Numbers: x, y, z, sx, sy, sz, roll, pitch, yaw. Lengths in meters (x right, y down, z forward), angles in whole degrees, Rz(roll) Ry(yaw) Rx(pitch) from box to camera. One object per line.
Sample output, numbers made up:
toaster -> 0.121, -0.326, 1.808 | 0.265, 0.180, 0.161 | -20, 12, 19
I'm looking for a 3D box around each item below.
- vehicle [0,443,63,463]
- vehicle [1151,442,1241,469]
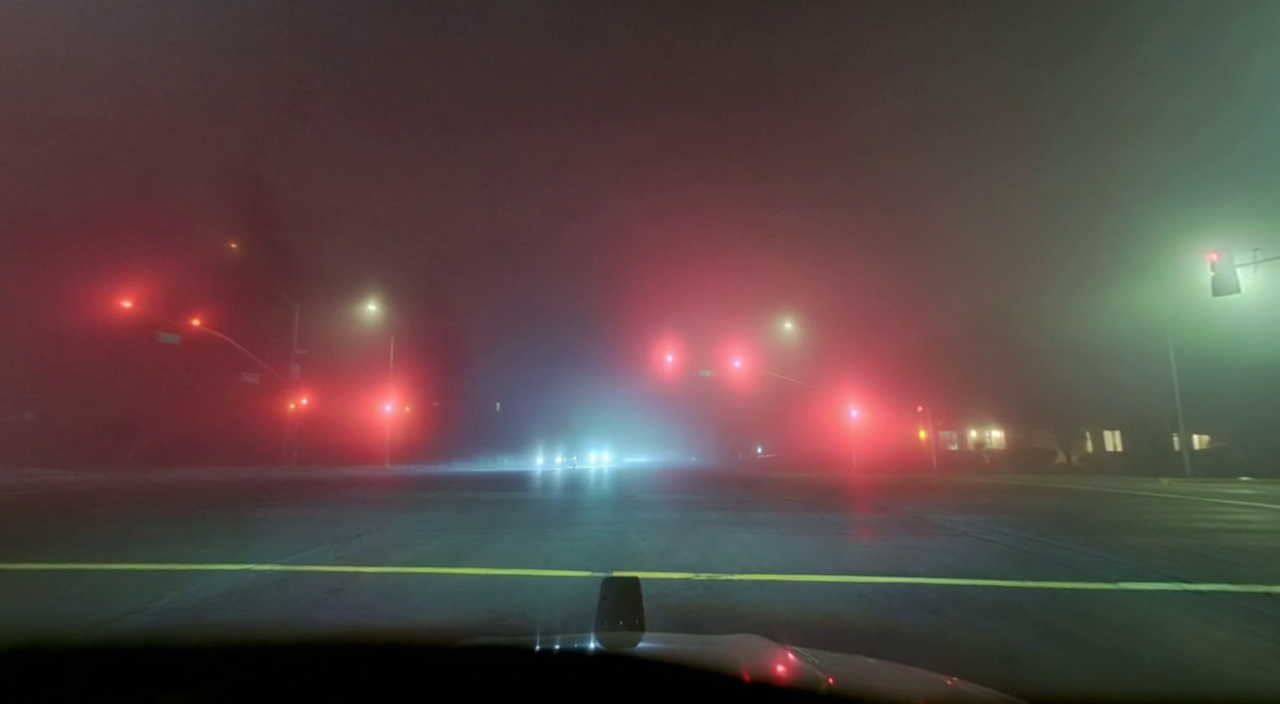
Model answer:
vehicle -> -44.294, 7.270, 45.403 | 3.949, 1.422, 1.744 | 0, -9, 1
vehicle -> 36.789, 6.846, 41.942 | 1.853, 1.723, 4.460 | 0, -9, 0
